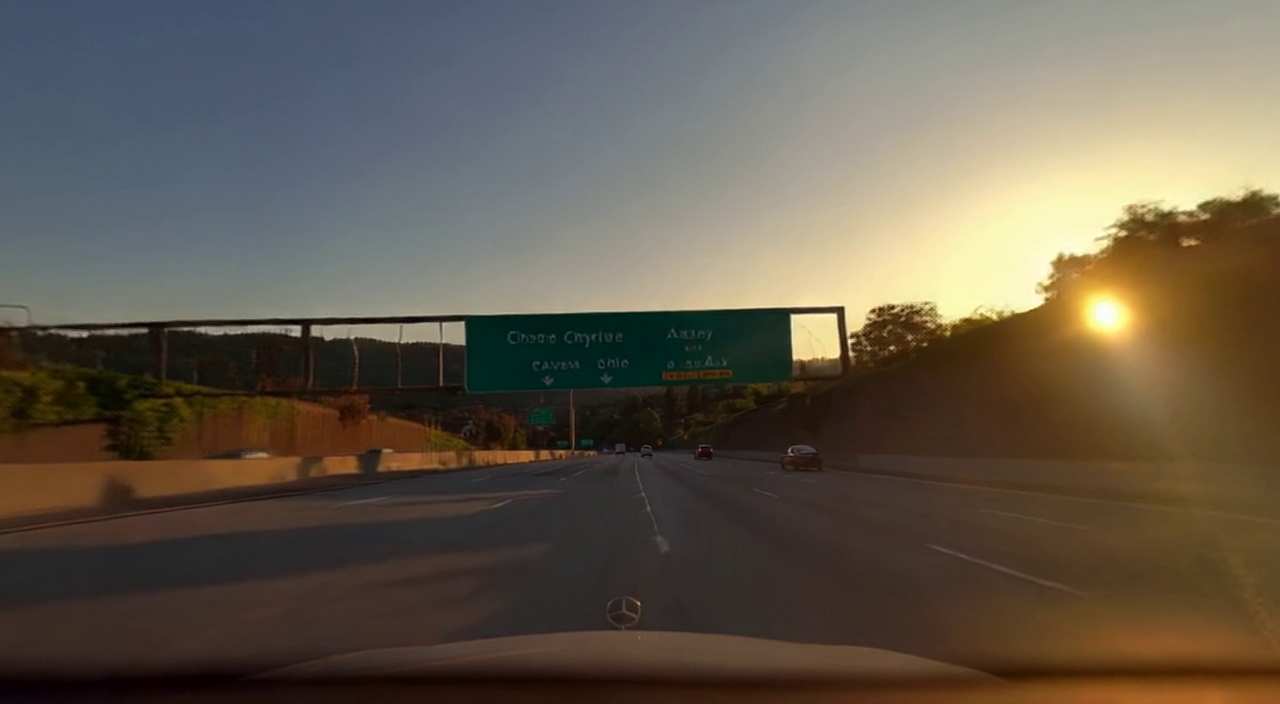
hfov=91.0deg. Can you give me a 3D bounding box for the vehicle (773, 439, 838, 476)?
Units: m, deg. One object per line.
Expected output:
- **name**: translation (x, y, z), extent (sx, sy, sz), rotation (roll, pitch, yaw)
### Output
- **vehicle**: translation (8.603, 5.537, 33.217), extent (2.167, 1.781, 4.340), rotation (0, -9, -1)
